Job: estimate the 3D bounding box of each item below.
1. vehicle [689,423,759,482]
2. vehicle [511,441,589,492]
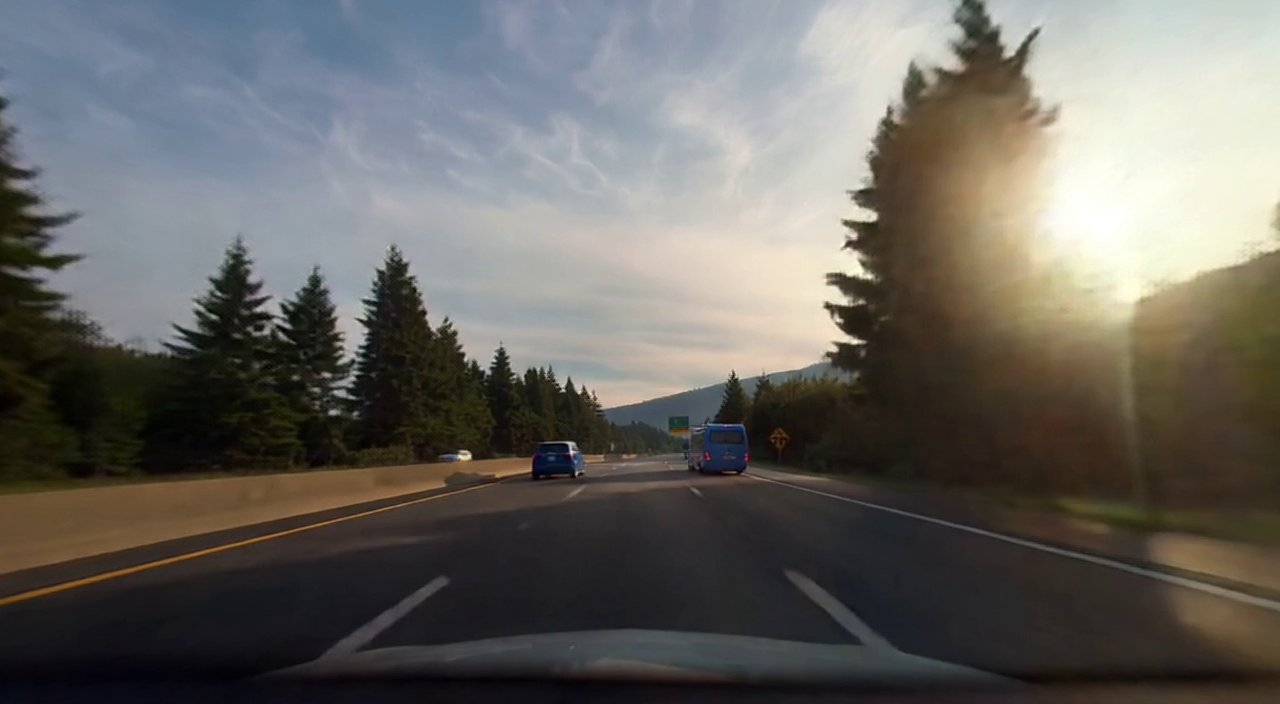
[{"bbox_3d":[4.092,5.091,32.049,2.614,2.655,6.429,0,-9,0],"label":"vehicle"},{"bbox_3d":[-3.119,4.067,22.776,2.020,1.619,4.690,0,-9,1],"label":"vehicle"}]
